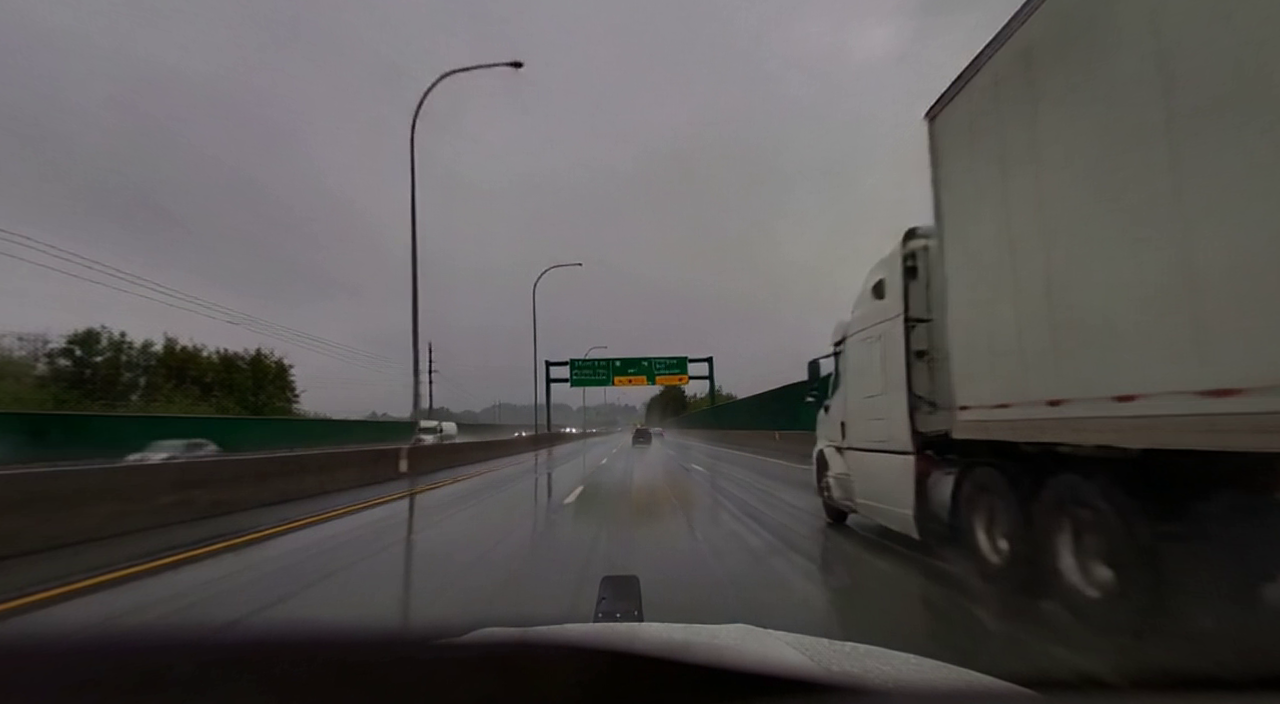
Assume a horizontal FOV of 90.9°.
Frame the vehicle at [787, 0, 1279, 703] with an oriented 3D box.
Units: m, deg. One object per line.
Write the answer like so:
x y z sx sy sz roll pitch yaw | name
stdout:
3.656 0.139 5.809 3.031 3.881 5.944 0 -8 -1 | vehicle
